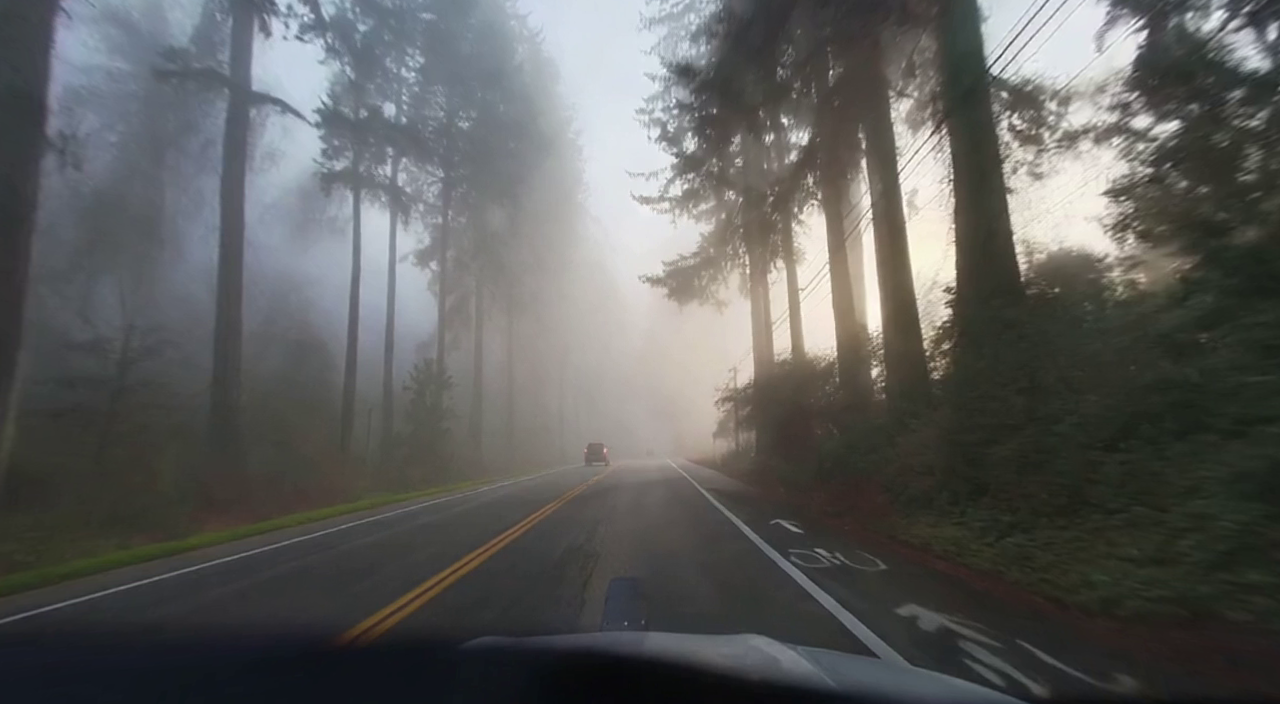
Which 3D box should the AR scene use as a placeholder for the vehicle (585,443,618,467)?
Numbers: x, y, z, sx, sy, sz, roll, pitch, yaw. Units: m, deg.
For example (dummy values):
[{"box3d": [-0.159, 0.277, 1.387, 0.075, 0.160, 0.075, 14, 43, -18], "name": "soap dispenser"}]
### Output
[{"box3d": [-2.963, 8.039, 49.451, 2.087, 1.821, 4.738, 0, -8, 3], "name": "vehicle"}]
